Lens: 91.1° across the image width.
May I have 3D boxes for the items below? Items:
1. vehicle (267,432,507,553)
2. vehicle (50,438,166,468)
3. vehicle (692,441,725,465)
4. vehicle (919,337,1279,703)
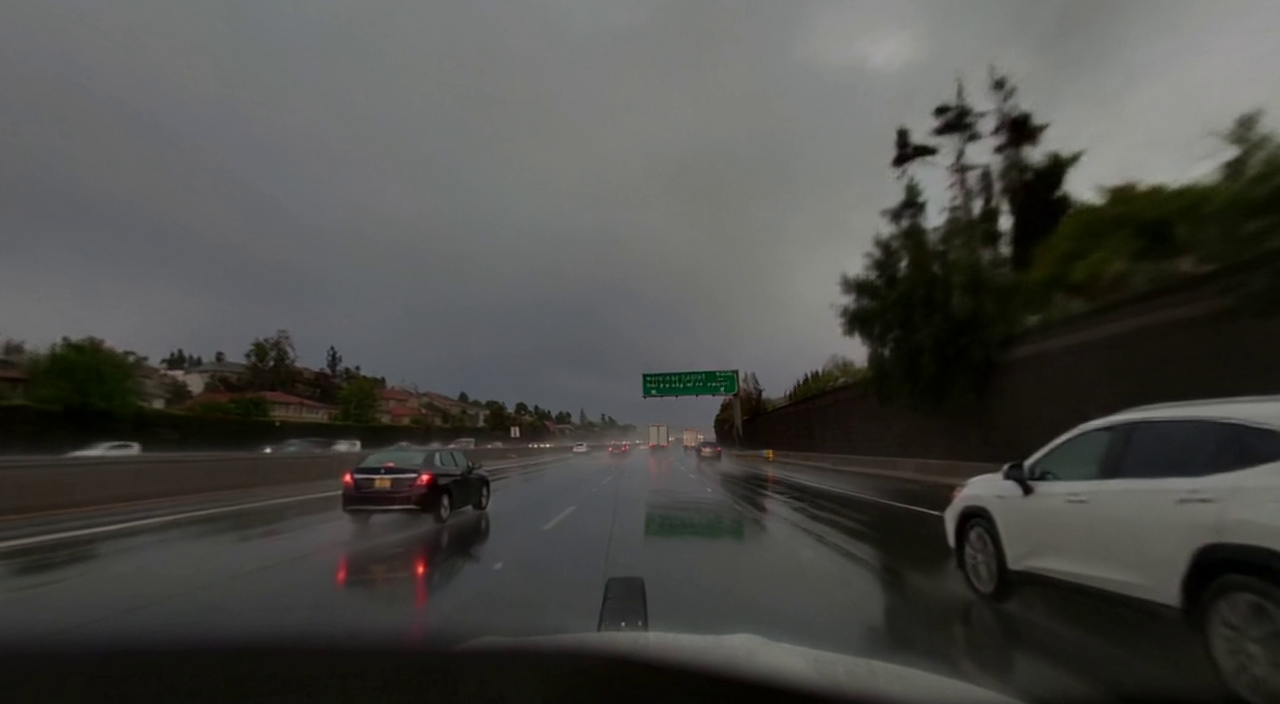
[{"bbox_3d":[-3.596,2.060,9.912,1.947,1.479,4.114,0,-8,2],"label":"vehicle"},{"bbox_3d":[-31.627,6.025,37.626,1.889,1.619,5.621,-1,-9,2],"label":"vehicle"},{"bbox_3d":[5.000,7.454,46.362,2.046,1.655,4.143,0,-9,2],"label":"vehicle"},{"bbox_3d":[3.649,0.937,3.434,2.108,1.709,4.703,0,-8,1],"label":"vehicle"}]
